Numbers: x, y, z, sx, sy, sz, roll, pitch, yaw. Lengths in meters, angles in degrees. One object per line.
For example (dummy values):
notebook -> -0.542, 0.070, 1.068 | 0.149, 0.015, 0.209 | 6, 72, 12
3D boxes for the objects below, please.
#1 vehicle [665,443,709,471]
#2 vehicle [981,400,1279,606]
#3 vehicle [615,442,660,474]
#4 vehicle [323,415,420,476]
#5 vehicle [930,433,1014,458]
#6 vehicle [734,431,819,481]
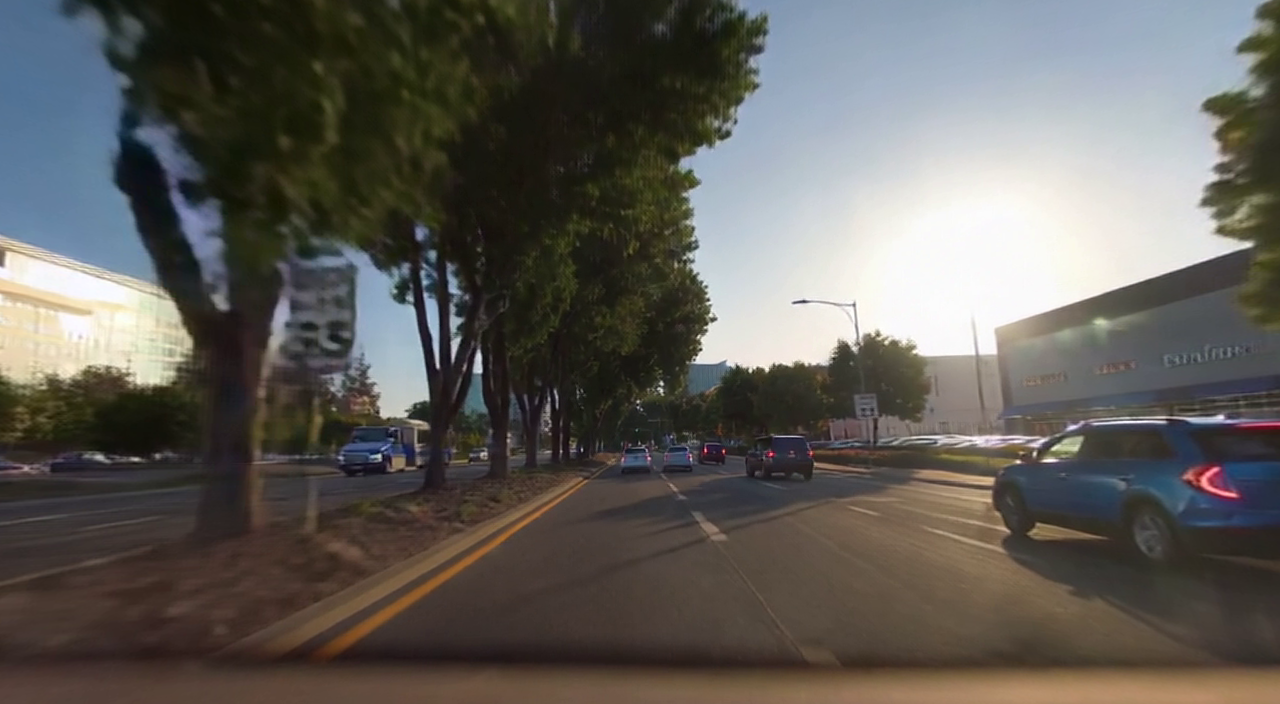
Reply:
vehicle -> 2.469, 5.614, 34.044 | 1.970, 1.402, 3.756 | 0, -8, -2
vehicle -> 6.106, 1.524, 7.263 | 1.949, 1.647, 4.261 | 0, -8, 0
vehicle -> -0.152, 5.182, 31.159 | 2.056, 1.440, 3.798 | 0, -8, -1
vehicle -> -19.421, 6.855, 46.523 | 2.999, 4.017, 8.806 | -1, -8, 2
vehicle -> 20.570, 5.808, 39.238 | 4.083, 1.441, 2.008 | 0, -8, -1
vehicle -> 5.331, 4.126, 25.361 | 2.140, 1.811, 4.593 | 0, -8, -3
